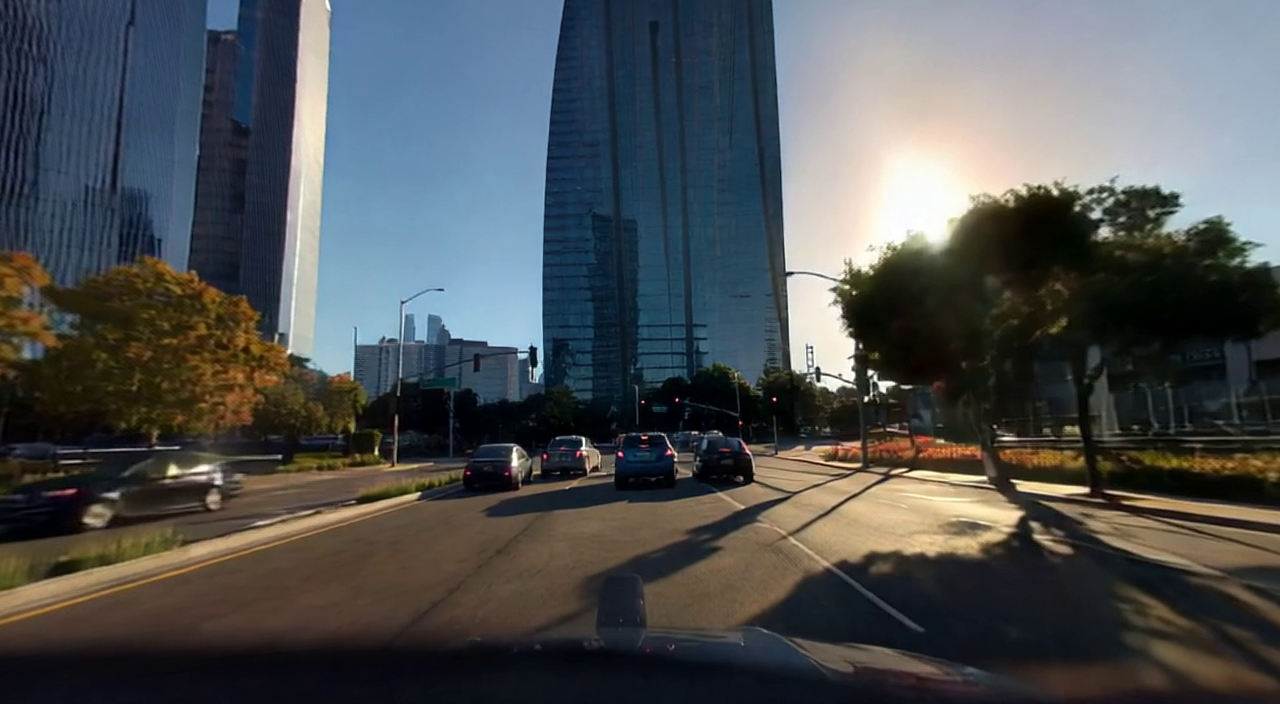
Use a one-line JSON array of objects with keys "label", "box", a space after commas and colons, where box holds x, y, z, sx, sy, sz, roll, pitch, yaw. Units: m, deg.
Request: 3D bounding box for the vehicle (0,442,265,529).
[{"label": "vehicle", "box": [-10.636, 2.763, 13.697, 1.967, 1.552, 4.536, 0, -9, 3]}]

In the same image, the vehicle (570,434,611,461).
[{"label": "vehicle", "box": [-3.031, 5.981, 39.476, 2.103, 1.569, 3.861, 0, -9, 2]}]

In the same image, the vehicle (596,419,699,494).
[{"label": "vehicle", "box": [0.202, 2.973, 18.180, 2.601, 1.878, 4.535, 0, -9, 0]}]
